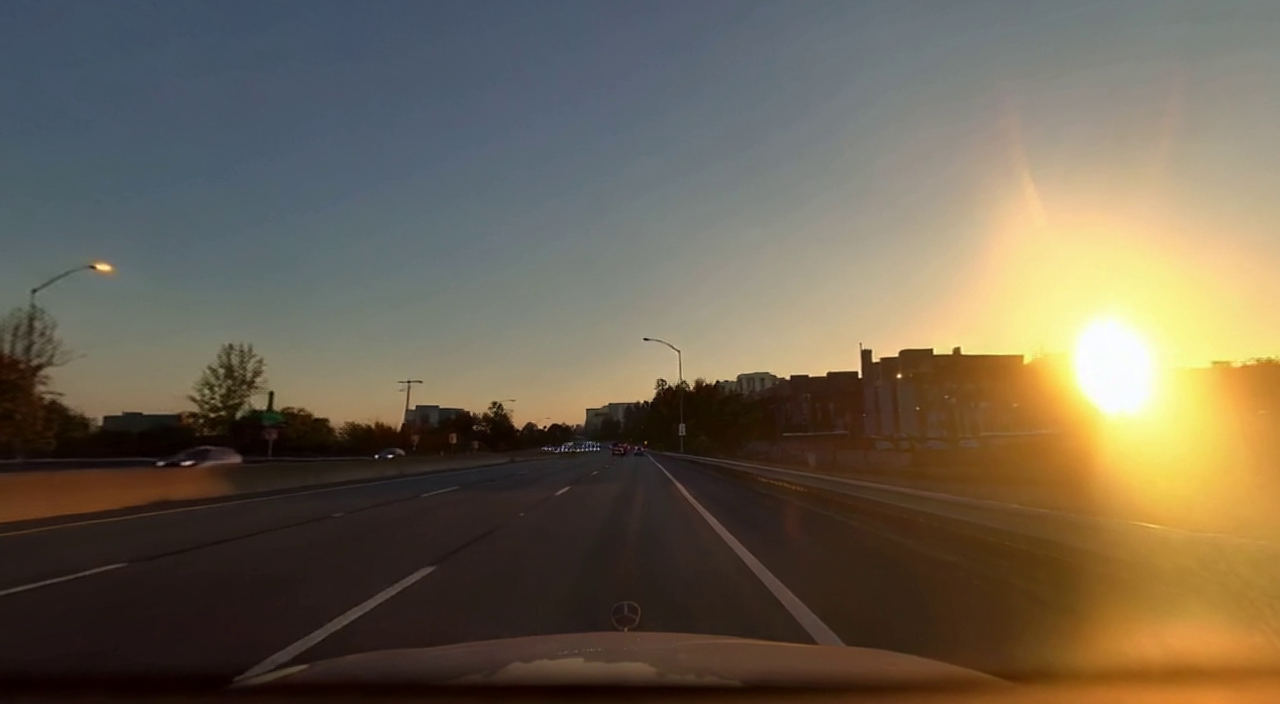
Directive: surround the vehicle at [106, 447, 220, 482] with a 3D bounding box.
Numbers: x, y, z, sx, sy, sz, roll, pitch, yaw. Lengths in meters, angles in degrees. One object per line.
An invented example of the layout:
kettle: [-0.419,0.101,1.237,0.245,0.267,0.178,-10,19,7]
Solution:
vehicle: [-23.684,5.564,31.510,2.141,1.573,4.492,0,-9,0]
